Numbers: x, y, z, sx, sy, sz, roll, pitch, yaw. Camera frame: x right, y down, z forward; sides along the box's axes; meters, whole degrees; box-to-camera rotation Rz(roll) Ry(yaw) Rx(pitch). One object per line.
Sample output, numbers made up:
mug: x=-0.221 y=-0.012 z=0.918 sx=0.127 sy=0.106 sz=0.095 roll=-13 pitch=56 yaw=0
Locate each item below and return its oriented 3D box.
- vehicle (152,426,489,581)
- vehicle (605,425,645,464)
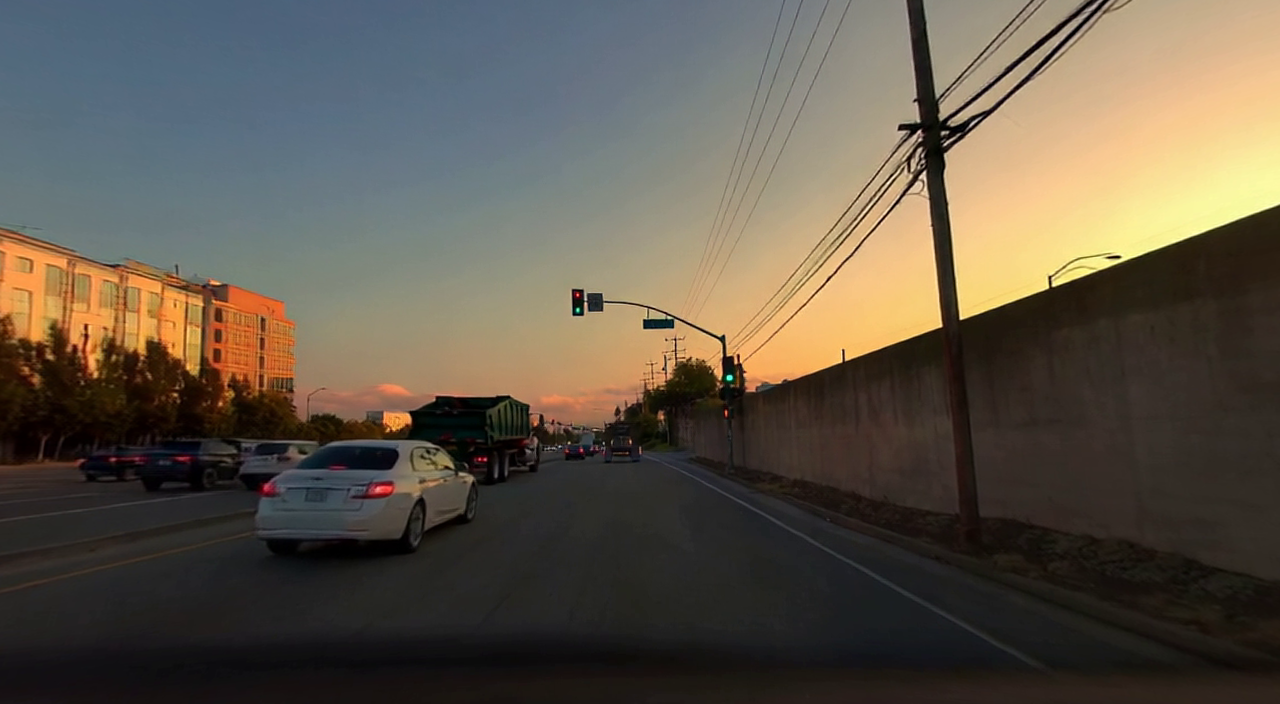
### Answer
vehicle: x=-3.705 y=1.839 z=8.656 sx=2.019 sy=1.480 sz=4.966 roll=0 pitch=-8 yaw=0
vehicle: x=-0.963 y=5.832 z=39.813 sx=2.355 sy=2.305 sz=5.336 roll=0 pitch=-8 yaw=-1
